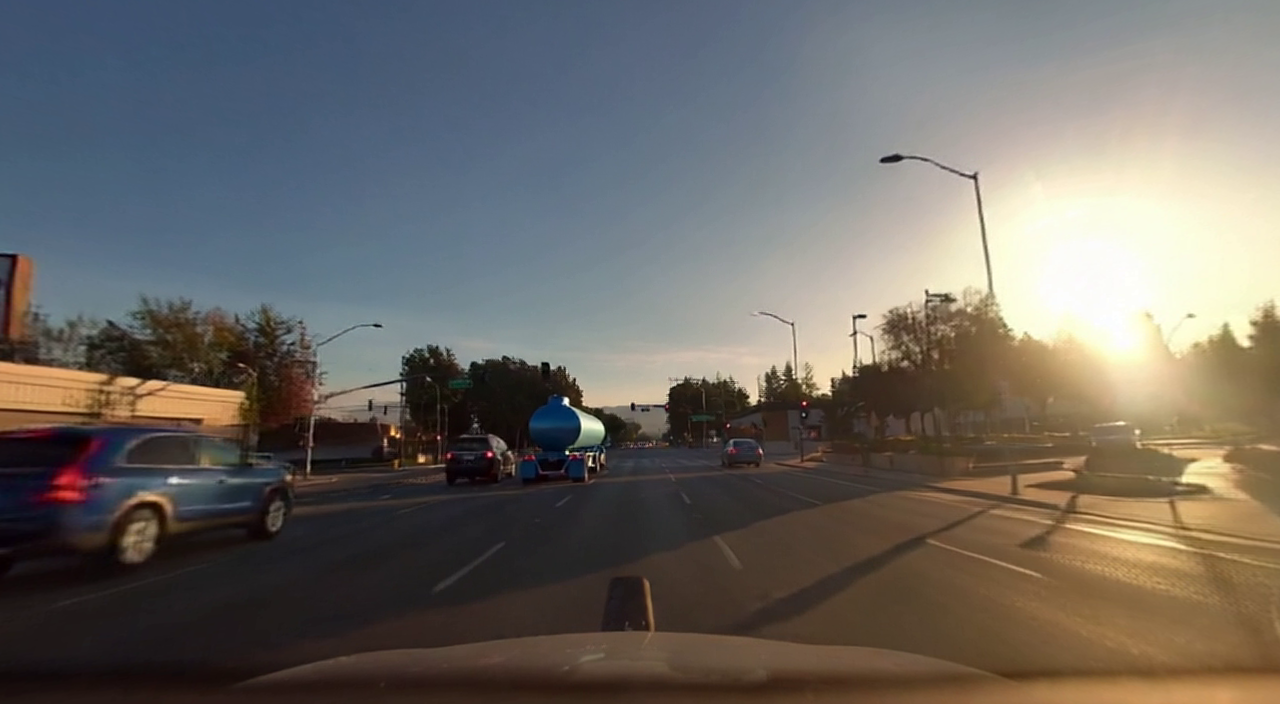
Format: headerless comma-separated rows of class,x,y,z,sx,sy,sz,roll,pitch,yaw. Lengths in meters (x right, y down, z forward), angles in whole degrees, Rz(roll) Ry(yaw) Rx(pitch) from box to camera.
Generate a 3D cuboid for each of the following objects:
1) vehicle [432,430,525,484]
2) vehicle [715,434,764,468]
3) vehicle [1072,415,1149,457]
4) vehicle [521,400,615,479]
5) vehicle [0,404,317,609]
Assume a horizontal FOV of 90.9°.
vehicle,-6.508,4.316,26.259,2.375,1.989,5.497,0,-8,1
vehicle,5.997,6.055,38.699,2.093,1.926,4.749,0,-8,-2
vehicle,23.326,4.184,31.117,2.380,1.890,5.620,-8,-11,41
vehicle,-3.071,4.456,31.713,2.841,3.004,14.901,0,-8,1
vehicle,-6.369,1.676,7.816,2.179,1.750,4.621,0,-8,1
